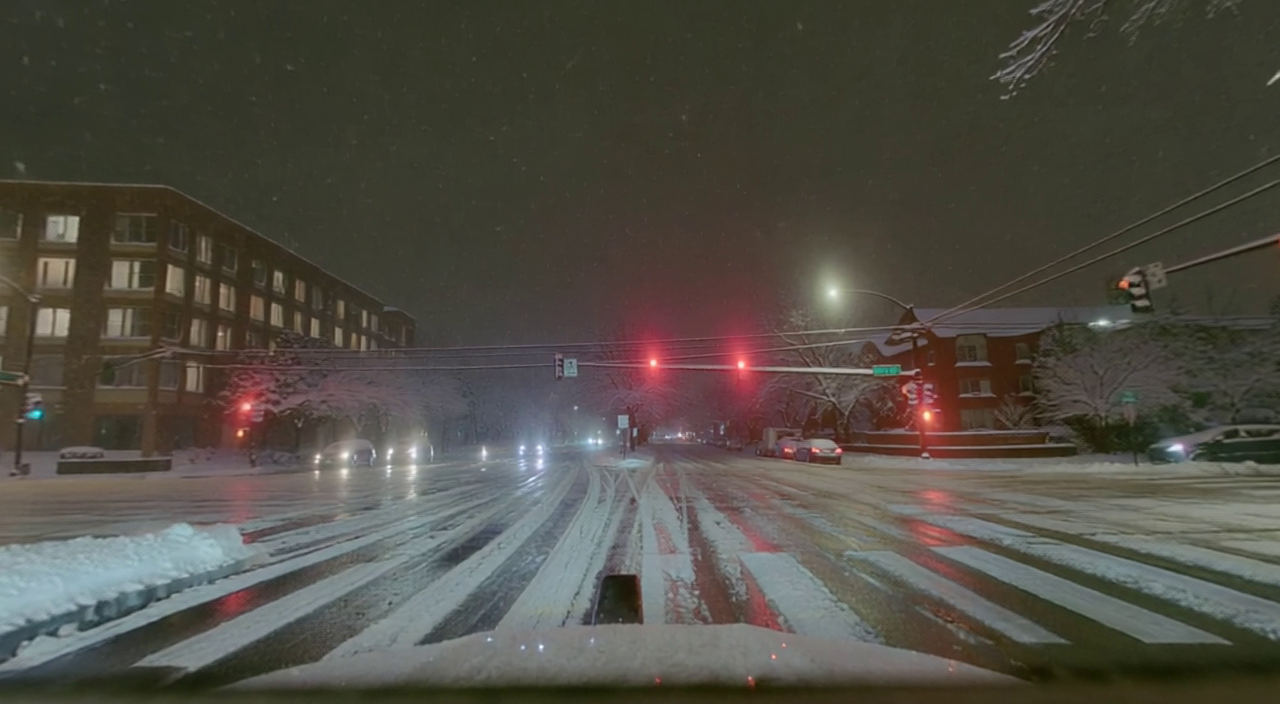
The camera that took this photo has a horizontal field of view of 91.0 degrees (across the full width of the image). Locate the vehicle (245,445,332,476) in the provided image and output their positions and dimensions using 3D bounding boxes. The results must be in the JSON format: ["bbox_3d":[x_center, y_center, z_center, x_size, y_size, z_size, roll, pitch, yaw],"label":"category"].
[{"bbox_3d":[-22.331,6.883,40.207,2.032,1.839,4.884,-2,-9,12],"label":"vehicle"}]

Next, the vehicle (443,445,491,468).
[{"bbox_3d":[-11.638,7.069,42.706,1.911,1.476,4.297,-1,-9,2],"label":"vehicle"}]

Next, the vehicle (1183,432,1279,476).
[{"bbox_3d":[22.315,3.578,22.241,4.474,1.477,1.908,0,-9,-3],"label":"vehicle"}]

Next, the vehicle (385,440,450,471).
[{"bbox_3d":[-15.141,7.039,43.157,2.340,1.946,5.450,0,-9,1],"label":"vehicle"}]

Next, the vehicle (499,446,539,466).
[{"bbox_3d":[-8.111,7.010,42.609,1.910,1.321,3.692,0,-9,1],"label":"vehicle"}]

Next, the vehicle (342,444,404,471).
[{"bbox_3d":[-18.554,7.344,44.005,2.237,1.801,4.541,0,-9,1],"label":"vehicle"}]

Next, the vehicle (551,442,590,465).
[{"bbox_3d":[-4.533,6.708,41.674,1.954,1.431,4.050,0,-9,2],"label":"vehicle"}]
